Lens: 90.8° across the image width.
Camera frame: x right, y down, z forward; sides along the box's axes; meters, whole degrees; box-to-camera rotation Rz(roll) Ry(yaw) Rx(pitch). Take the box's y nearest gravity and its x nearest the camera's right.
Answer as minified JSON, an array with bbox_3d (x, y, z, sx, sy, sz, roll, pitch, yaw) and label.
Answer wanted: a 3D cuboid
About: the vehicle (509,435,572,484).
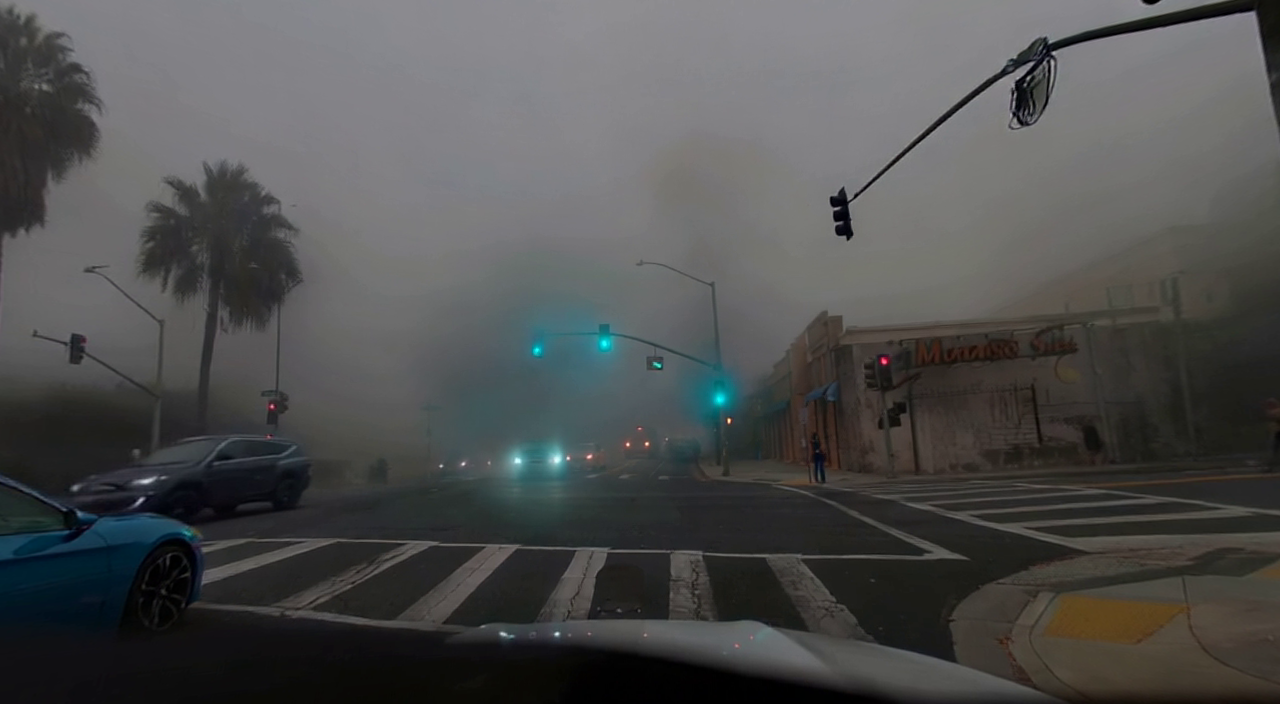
[{"bbox_3d":[-4.055,4.220,25.117,2.092,1.709,4.775,2,-9,-13],"label":"vehicle"}]

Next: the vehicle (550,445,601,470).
[{"bbox_3d":[-4.041,6.698,40.393,1.839,1.468,4.549,-2,-9,12],"label":"vehicle"}]

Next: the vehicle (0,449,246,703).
[{"bbox_3d":[-3.704,1.016,2.242,1.850,1.325,4.295,0,-9,0],"label":"vehicle"}]

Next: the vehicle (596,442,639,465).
[{"bbox_3d":[-1.689,7.778,48.545,2.072,1.613,4.386,-3,-9,15],"label":"vehicle"}]

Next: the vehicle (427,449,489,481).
[{"bbox_3d":[-11.386,7.052,39.803,1.870,1.705,4.426,-7,-10,11],"label":"vehicle"}]
